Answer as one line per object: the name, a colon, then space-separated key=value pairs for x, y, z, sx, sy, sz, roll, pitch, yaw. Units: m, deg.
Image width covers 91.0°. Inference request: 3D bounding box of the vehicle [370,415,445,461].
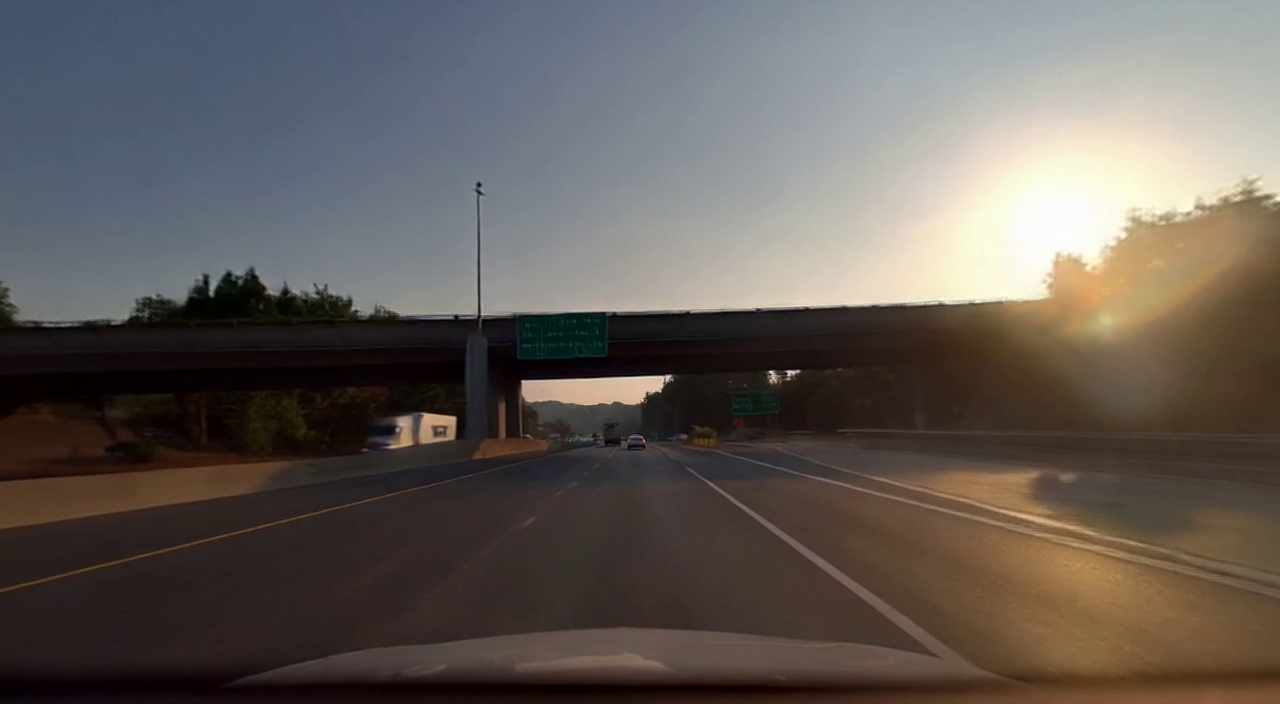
vehicle: x=-16.873 y=6.325 z=46.276 sx=2.477 sy=3.056 sz=7.996 roll=0 pitch=-8 yaw=0
